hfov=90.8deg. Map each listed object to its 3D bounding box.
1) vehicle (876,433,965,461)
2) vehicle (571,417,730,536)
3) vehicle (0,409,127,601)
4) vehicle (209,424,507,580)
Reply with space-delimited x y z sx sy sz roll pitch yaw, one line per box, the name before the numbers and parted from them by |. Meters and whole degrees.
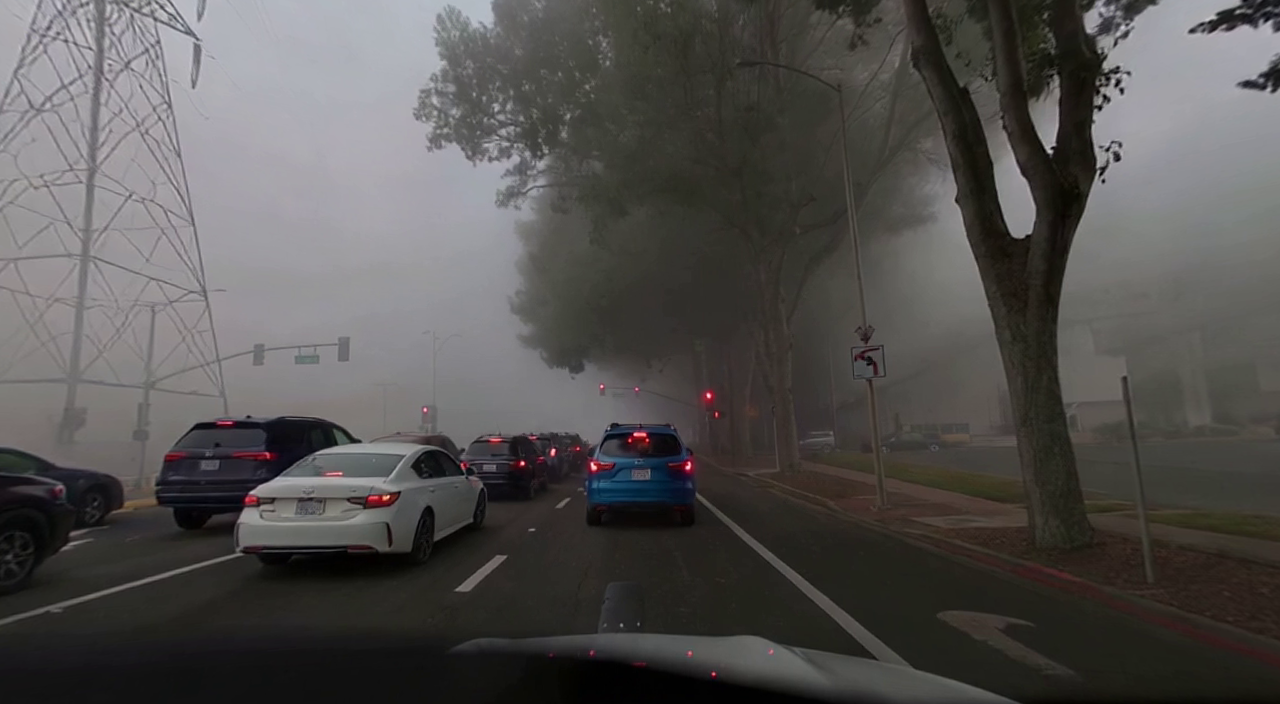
vehicle | 15.027 5.106 33.947 3.858 1.437 1.899 1 -8 -6
vehicle | 0.085 2.072 11.127 2.239 1.661 4.224 0 -8 -2
vehicle | -6.348 1.189 4.611 1.866 1.602 3.938 0 -8 0
vehicle | -3.176 1.764 8.340 1.973 1.469 4.448 0 -8 -1
